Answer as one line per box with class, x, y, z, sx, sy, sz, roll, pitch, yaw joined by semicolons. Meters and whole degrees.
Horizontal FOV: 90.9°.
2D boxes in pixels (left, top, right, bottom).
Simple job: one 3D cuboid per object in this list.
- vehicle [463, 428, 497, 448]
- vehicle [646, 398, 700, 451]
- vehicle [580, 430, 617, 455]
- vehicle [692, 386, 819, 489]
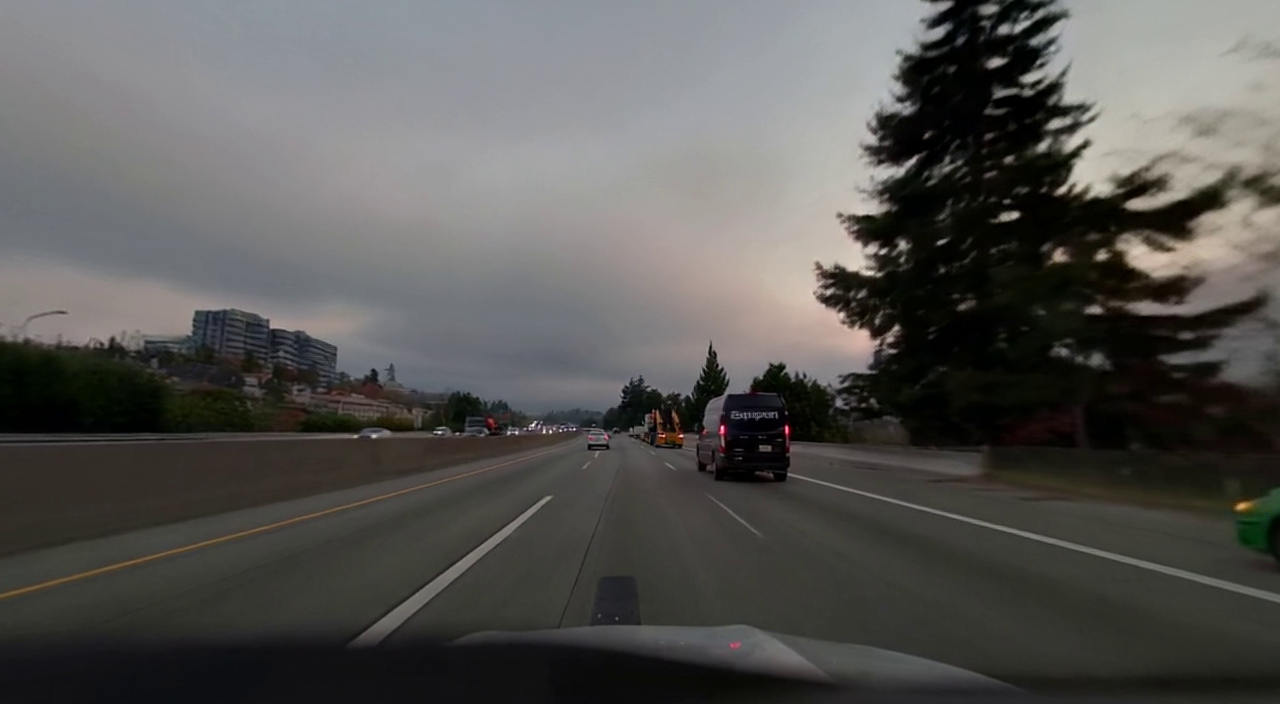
vehicle;-12.601;6.788;49.873;1.781;1.459;4.003;1;-8;-2
vehicle;2.403;5.784;49.368;2.912;3.738;10.123;1;-8;-4
vehicle;-2.602;5.851;40.666;2.217;1.502;4.222;0;-8;-1
vehicle;3.108;2.510;18.576;2.386;2.509;5.880;0;-8;-2
